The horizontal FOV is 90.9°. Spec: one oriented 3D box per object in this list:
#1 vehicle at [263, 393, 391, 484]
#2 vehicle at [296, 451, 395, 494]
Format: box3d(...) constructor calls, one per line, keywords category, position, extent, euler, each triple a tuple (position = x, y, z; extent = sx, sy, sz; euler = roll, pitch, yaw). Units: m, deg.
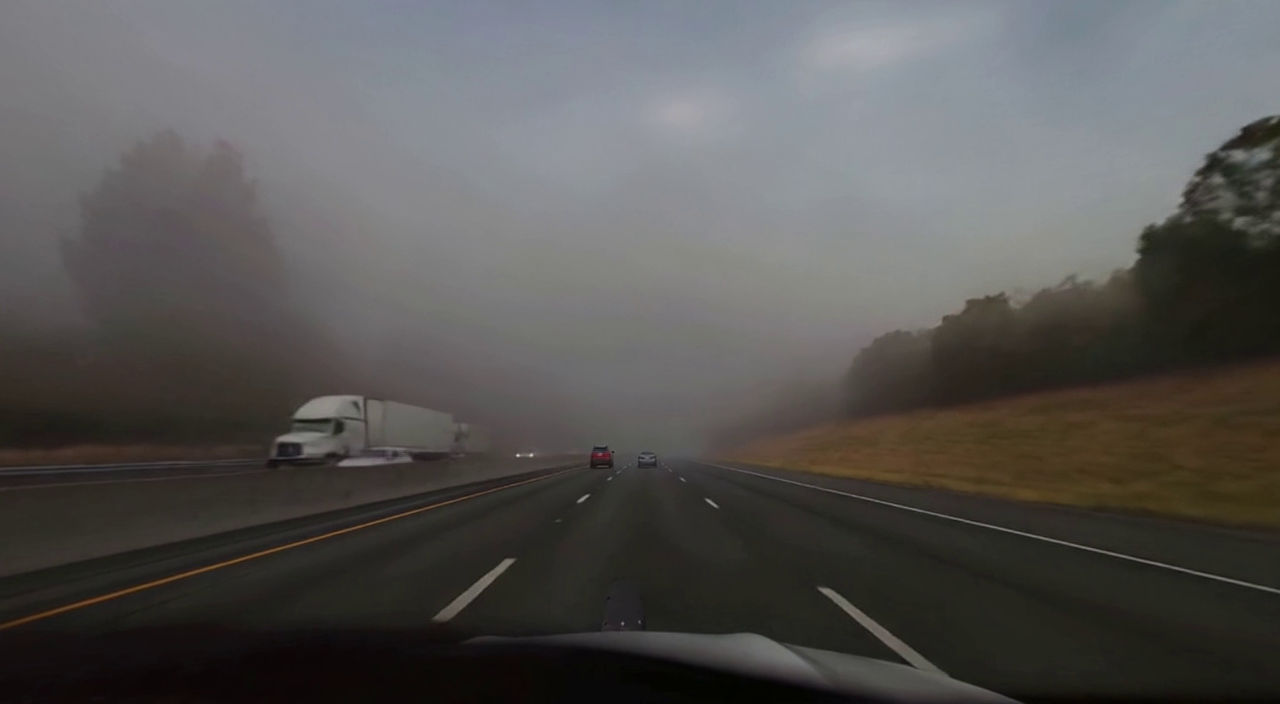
box3d(category="vehicle", position=(-15.149, 4.317, 31.153), extent=(3.014, 4.037, 5.894), euler=(0, -9, 1))
box3d(category="vehicle", position=(-10.665, 4.371, 23.131), extent=(1.781, 1.437, 3.666), euler=(0, -9, 1))
